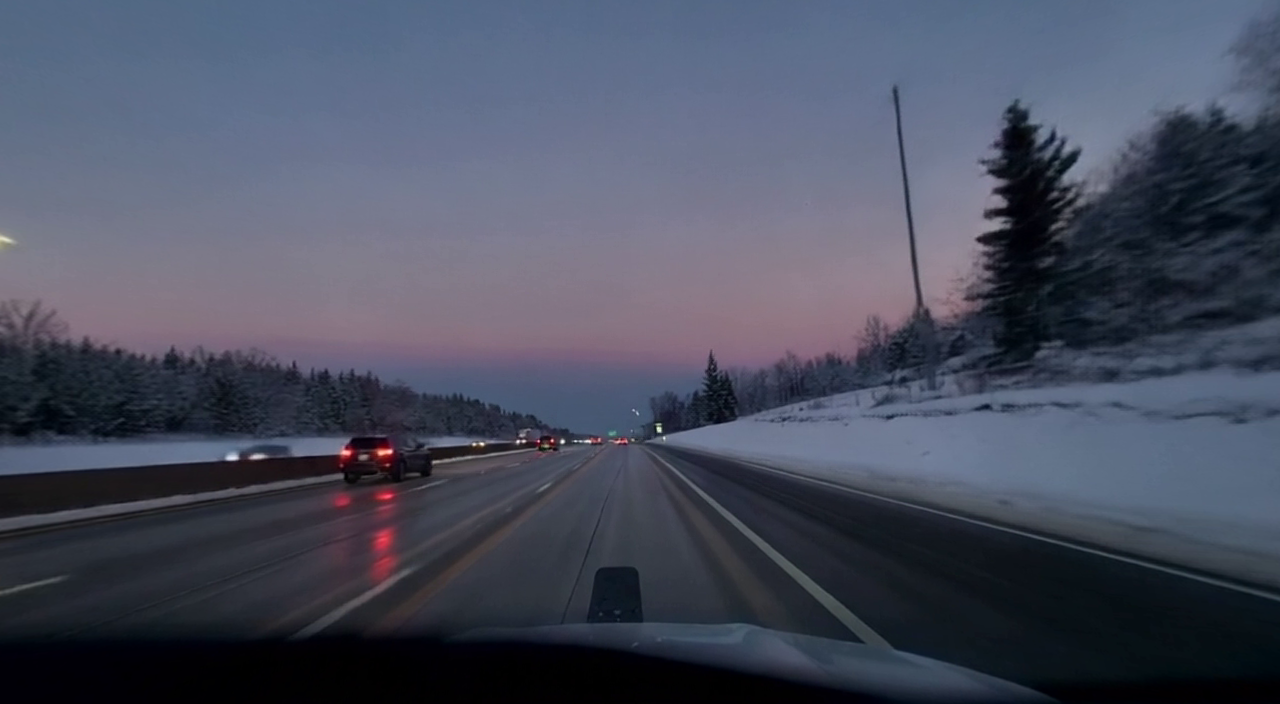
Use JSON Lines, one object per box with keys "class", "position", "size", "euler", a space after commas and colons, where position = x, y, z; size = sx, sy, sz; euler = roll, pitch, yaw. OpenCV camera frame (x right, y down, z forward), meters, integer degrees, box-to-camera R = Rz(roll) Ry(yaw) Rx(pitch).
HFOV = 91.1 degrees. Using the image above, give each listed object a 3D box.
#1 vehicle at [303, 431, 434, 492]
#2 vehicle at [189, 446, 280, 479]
{"class": "vehicle", "position": [-7.619, 3.075, 18.185], "size": [1.972, 1.532, 4.222], "euler": [0, -8, -1]}
{"class": "vehicle", "position": [-20.596, 5.614, 32.158], "size": [1.754, 1.491, 4.442], "euler": [0, -8, -1]}
